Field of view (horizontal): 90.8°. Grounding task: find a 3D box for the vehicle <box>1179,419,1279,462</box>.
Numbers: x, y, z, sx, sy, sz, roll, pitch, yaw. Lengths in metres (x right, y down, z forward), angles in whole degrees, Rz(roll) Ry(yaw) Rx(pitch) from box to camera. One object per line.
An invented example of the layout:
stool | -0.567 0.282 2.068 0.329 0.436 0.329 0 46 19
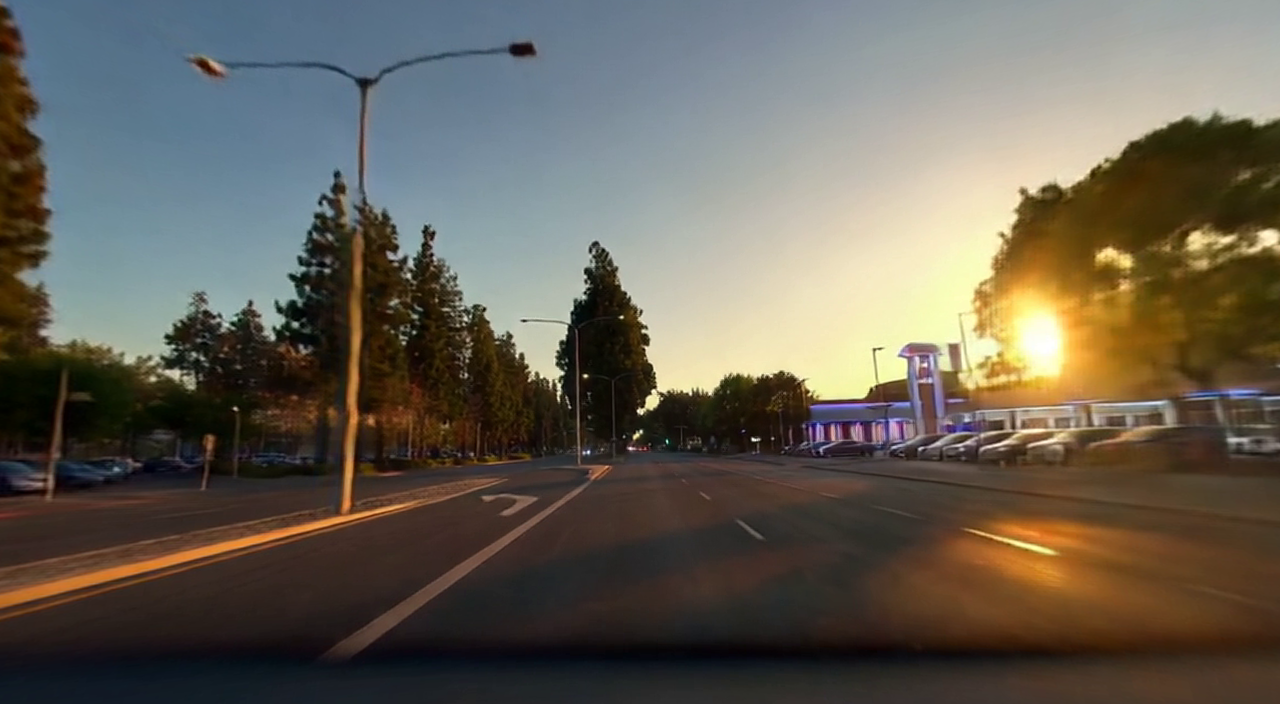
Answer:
vehicle | 22.878 3.335 23.745 1.800 1.455 3.806 0 -9 -1

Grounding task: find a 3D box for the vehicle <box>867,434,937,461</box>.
vehicle | 17.293 6.347 42.040 2.196 1.667 5.262 0 -9 -3

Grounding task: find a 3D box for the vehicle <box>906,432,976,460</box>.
vehicle | 17.494 5.514 36.938 1.841 1.471 4.367 -2 -9 -1

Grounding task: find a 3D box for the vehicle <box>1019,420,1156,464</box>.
vehicle | 18.165 3.712 26.009 1.890 1.612 4.797 1 -9 -4

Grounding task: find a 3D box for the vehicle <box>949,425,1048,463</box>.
vehicle | 17.690 4.620 31.518 1.912 1.646 4.870 -1 -9 -2
